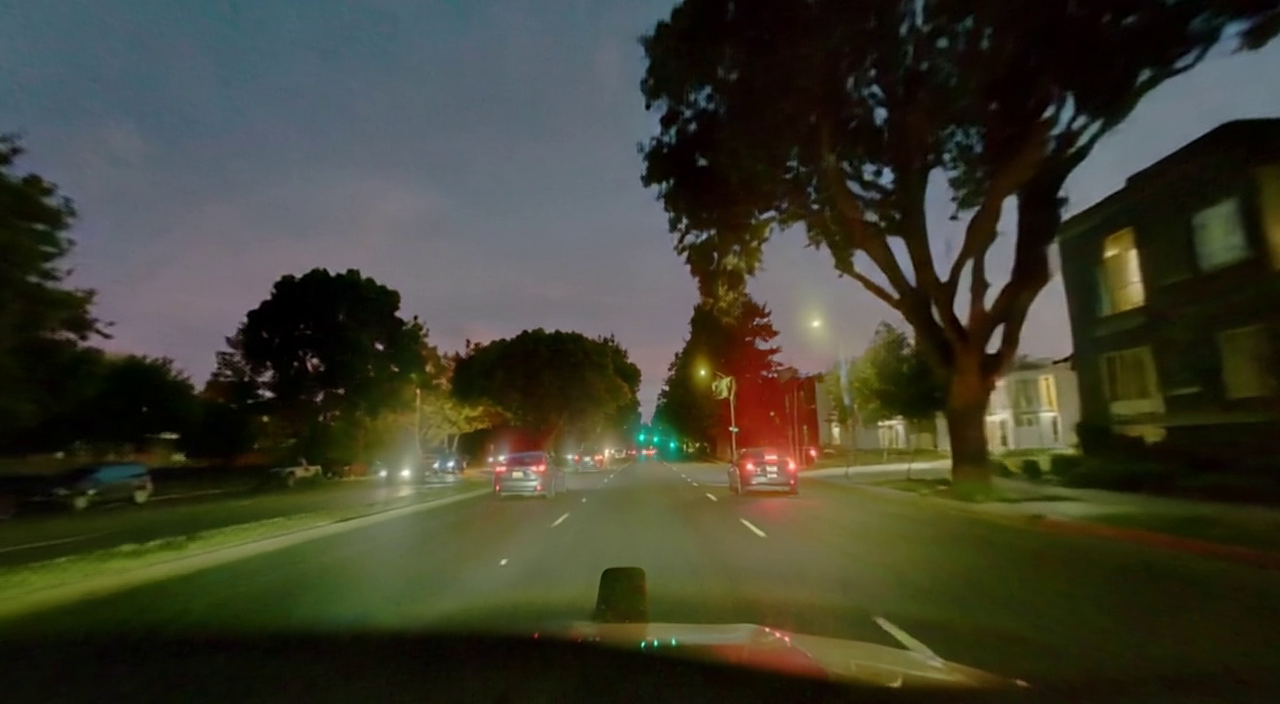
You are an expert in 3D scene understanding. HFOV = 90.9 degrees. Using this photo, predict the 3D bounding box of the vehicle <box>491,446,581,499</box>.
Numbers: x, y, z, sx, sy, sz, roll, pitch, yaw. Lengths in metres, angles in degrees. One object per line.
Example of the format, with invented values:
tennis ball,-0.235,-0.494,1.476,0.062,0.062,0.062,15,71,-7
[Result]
vehicle,-3.175,3.776,20.205,2.053,1.480,4.381,0,-8,1

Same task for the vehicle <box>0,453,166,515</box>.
vehicle,-22.412,5.257,25.702,2.523,2.213,4.637,0,-8,-1

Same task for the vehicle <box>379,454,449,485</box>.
vehicle,-12.211,6.338,34.434,2.000,1.504,4.720,0,-9,1

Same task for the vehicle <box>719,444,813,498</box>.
vehicle,3.818,3.668,19.943,2.010,1.486,4.498,0,-8,-1

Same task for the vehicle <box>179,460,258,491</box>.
vehicle,-26.876,7.873,40.402,1.928,1.764,4.599,0,-8,-1

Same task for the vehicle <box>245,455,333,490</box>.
vehicle,-22.368,7.665,40.434,2.928,2.070,4.368,-1,-9,3
